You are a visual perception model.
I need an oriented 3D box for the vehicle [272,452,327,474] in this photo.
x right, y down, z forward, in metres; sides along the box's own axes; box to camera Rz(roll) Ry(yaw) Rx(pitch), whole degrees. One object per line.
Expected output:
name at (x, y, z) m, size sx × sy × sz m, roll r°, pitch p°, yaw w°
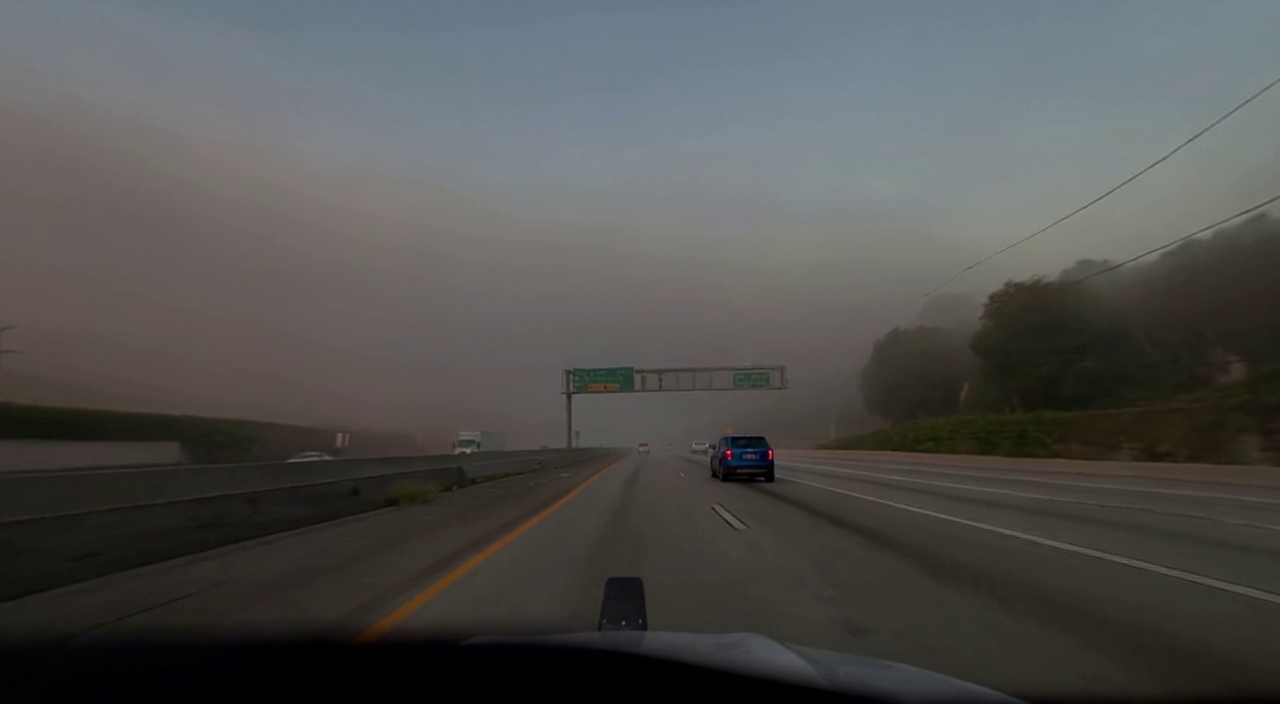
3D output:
vehicle at (-26.061, 8.458, 48.399) m, size 2.240 × 1.542 × 3.557 m, roll 0°, pitch -8°, yaw -1°

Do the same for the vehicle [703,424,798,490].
vehicle at (3.330, 3.279, 19.972) m, size 2.120 × 1.832 × 4.287 m, roll 0°, pitch -8°, yaw -1°
